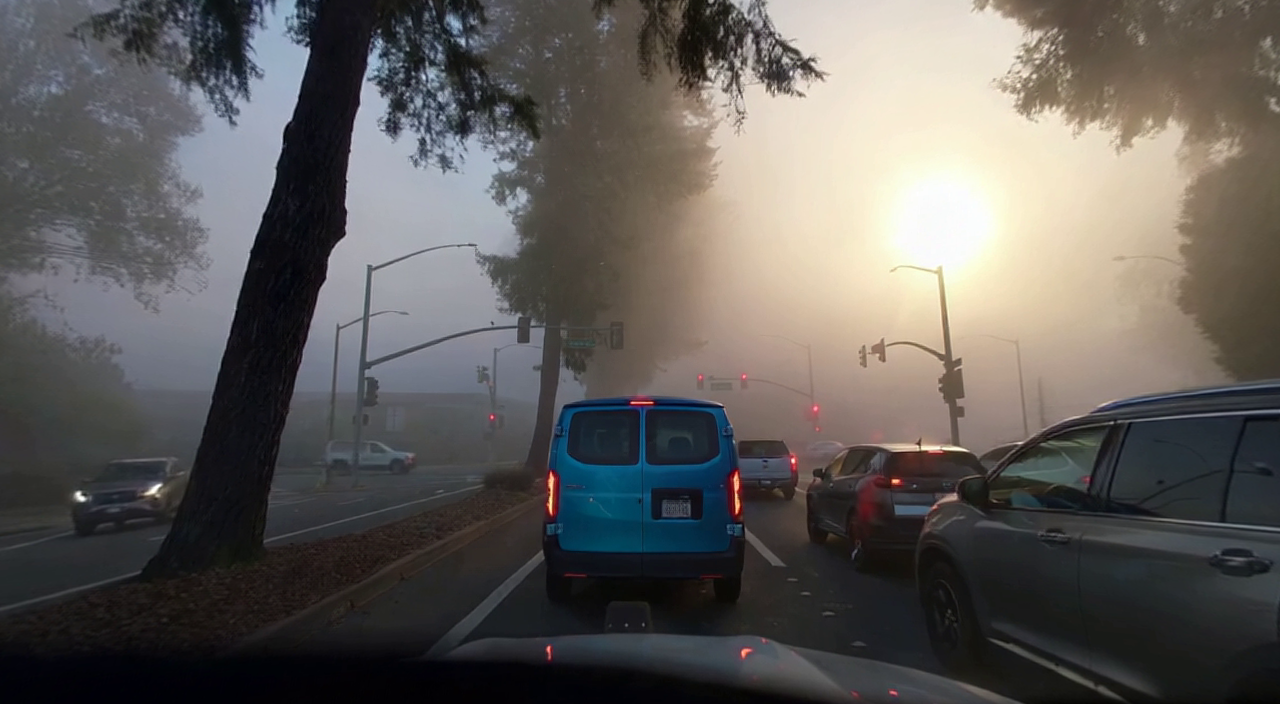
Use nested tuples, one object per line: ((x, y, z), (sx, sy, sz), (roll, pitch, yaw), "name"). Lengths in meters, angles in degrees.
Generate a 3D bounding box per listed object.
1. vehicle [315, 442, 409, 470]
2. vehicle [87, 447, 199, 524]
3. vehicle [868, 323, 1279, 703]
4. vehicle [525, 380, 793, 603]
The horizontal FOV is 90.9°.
((-15.779, 5.911, 36.036), (4.498, 1.547, 1.886), (1, -8, -9), "vehicle")
((-12.799, 3.292, 16.285), (2.023, 1.488, 4.654), (0, -7, -38), "vehicle")
((2.899, 0.951, 3.177), (1.971, 1.663, 4.287), (0, -8, 2), "vehicle")
((0.172, 1.468, 7.447), (2.185, 1.822, 4.391), (0, -8, 1), "vehicle")
